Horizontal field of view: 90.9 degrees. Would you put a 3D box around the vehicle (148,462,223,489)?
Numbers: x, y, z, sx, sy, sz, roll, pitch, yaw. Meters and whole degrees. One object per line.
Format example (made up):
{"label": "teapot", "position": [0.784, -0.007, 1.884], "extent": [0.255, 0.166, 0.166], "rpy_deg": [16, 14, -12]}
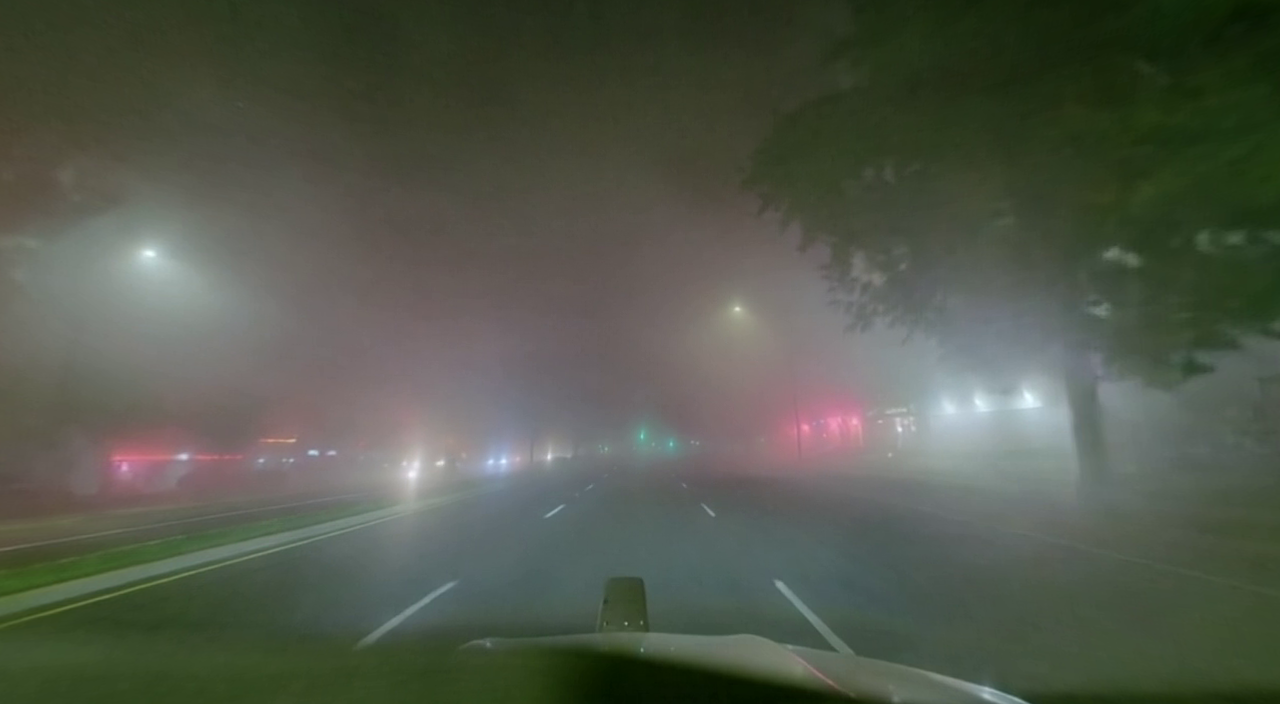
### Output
{"label": "vehicle", "position": [-30.884, 8.363, 43.004], "extent": [1.903, 1.517, 4.497], "rpy_deg": [-3, -8, -3]}

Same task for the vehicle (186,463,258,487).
{"label": "vehicle", "position": [-28.486, 8.361, 43.138], "extent": [1.865, 1.391, 4.516], "rpy_deg": [0, -8, 0]}

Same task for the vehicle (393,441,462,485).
{"label": "vehicle", "position": [-9.736, 5.090, 29.190], "extent": [2.012, 1.756, 4.268], "rpy_deg": [-2, -8, -4]}
